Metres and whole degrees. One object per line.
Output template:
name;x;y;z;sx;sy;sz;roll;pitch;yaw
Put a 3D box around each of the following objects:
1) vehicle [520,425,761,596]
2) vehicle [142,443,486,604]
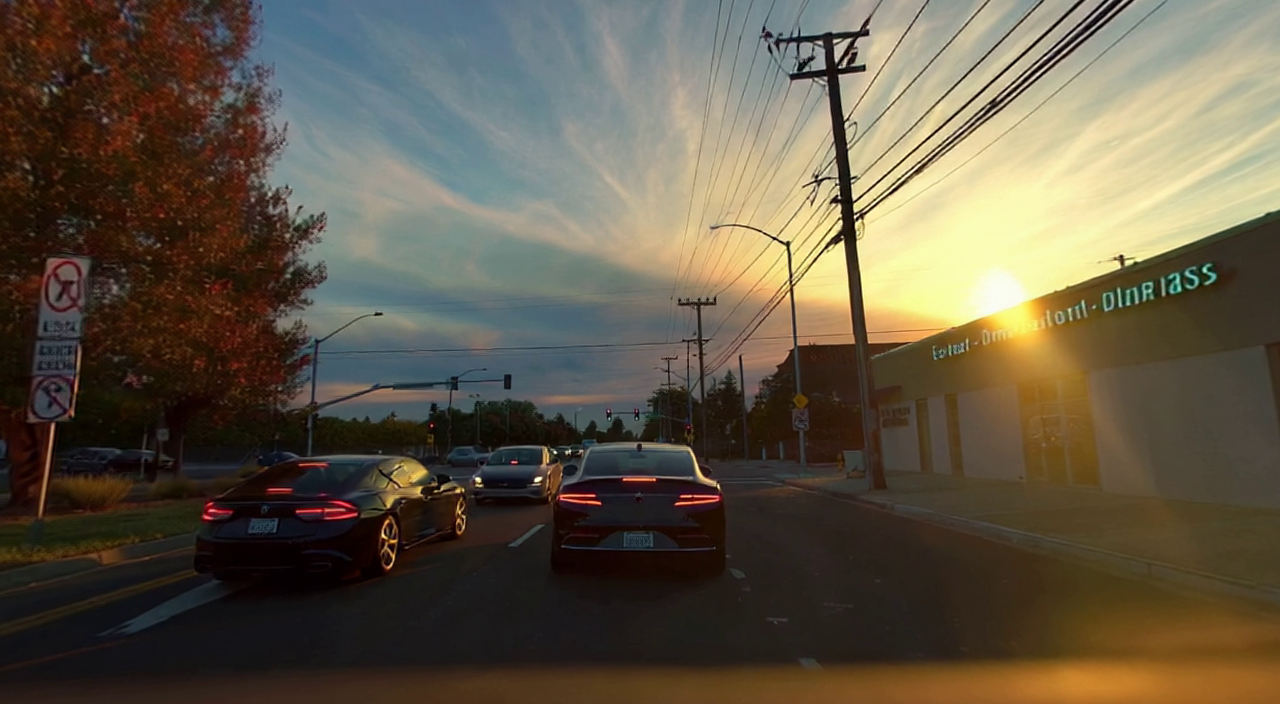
vehicle;-0.010;1.680;7.538;2.101;1.469;3.955;0;-9;0
vehicle;-3.231;1.741;7.325;1.765;1.319;4.013;0;-9;2
